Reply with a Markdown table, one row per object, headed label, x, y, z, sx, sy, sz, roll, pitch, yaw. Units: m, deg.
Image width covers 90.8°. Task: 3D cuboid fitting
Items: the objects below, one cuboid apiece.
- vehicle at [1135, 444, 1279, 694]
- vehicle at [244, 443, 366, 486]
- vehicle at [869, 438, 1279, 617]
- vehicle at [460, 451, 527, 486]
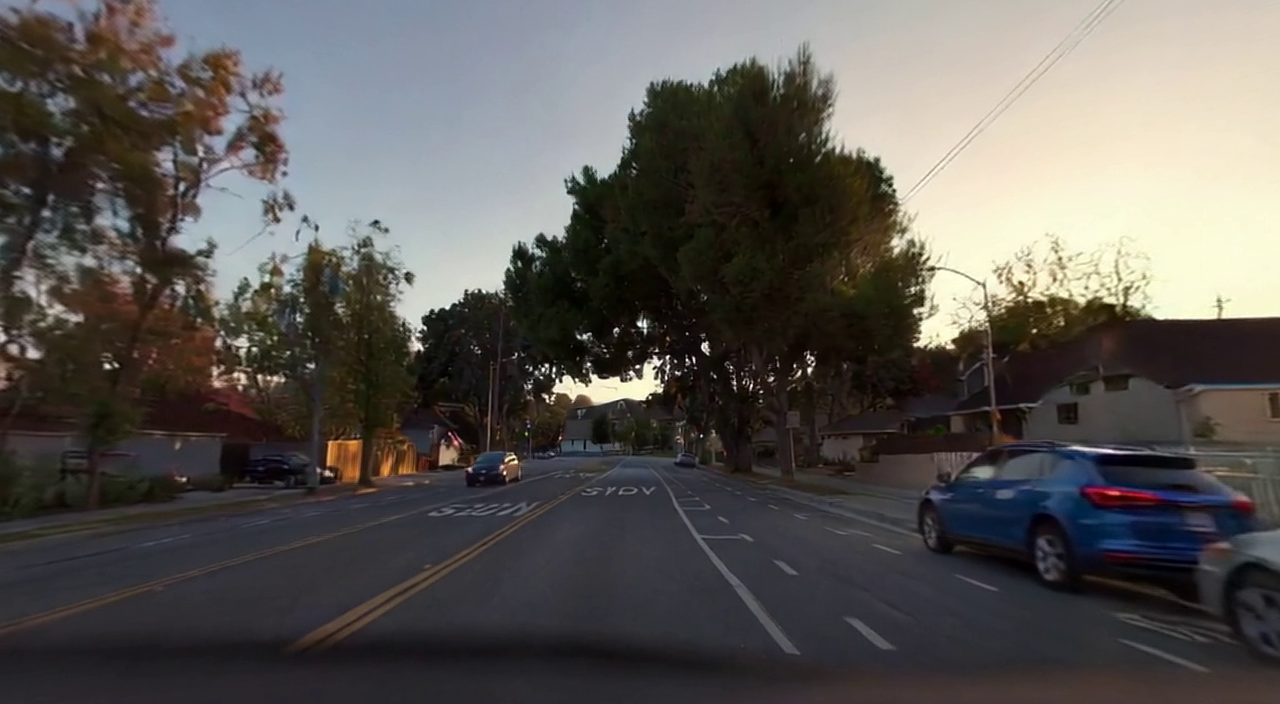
| label | x | y | z | sx | sy | sz | roll | pitch | yaw |
| --- | --- | --- | --- | --- | --- | --- | --- | --- | --- |
| vehicle | 5.124 | 1.259 | 3.095 | 1.891 | 1.611 | 4.269 | 0 | -9 | 0 |
| vehicle | -16.530 | 5.538 | 31.429 | 5.125 | 1.941 | 2.086 | 4 | -10 | -27 |
| vehicle | 5.076 | 1.978 | 8.240 | 2.349 | 1.632 | 4.594 | 0 | -9 | -1 |
| vehicle | -6.832 | 5.464 | 30.058 | 2.057 | 1.495 | 4.592 | 0 | -9 | 1 |
